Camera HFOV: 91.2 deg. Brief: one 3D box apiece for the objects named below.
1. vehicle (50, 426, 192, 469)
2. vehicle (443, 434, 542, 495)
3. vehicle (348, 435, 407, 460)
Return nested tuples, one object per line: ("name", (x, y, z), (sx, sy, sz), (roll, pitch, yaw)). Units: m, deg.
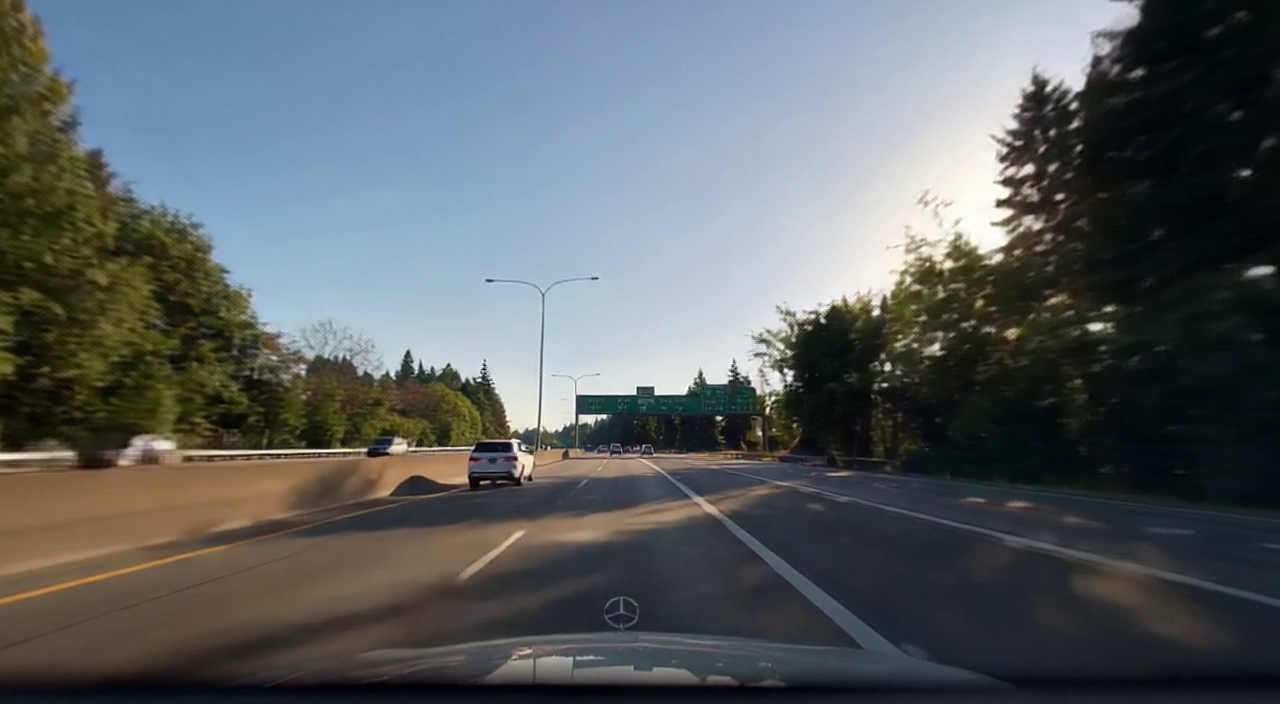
("vehicle", (-21.067, 3.935, 25.761), (1.896, 1.566, 4.673), (0, -9, -1))
("vehicle", (-4.294, 3.338, 18.901), (2.071, 1.615, 3.868), (0, -9, 0))
("vehicle", (-17.925, 6.586, 43.057), (1.998, 1.562, 5.127), (0, -9, -2))
